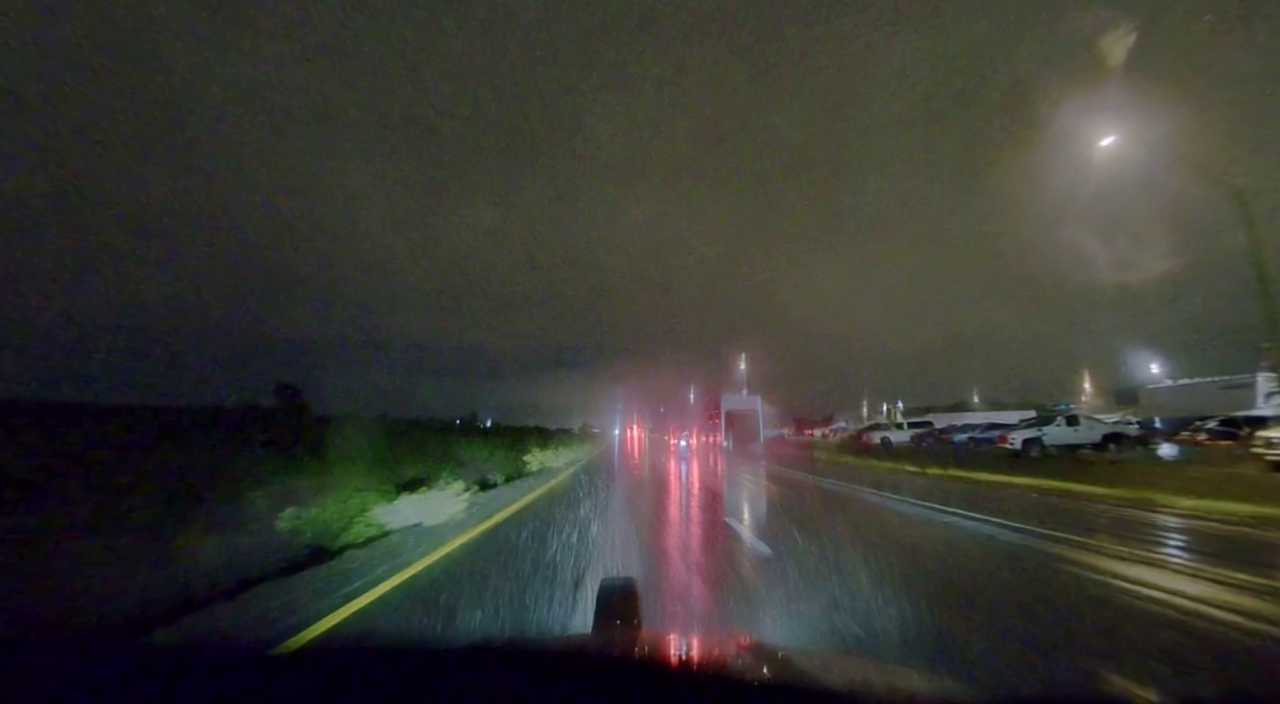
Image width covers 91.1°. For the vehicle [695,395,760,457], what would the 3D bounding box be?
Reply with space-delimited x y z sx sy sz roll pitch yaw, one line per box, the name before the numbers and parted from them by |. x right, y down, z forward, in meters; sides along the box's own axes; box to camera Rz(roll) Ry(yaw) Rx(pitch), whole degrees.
vehicle | 6.450 5.840 48.833 2.937 4.119 14.096 0 -8 0

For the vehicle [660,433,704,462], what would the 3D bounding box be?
vehicle | 2.243 5.270 34.904 2.037 1.504 4.248 0 -8 -2
